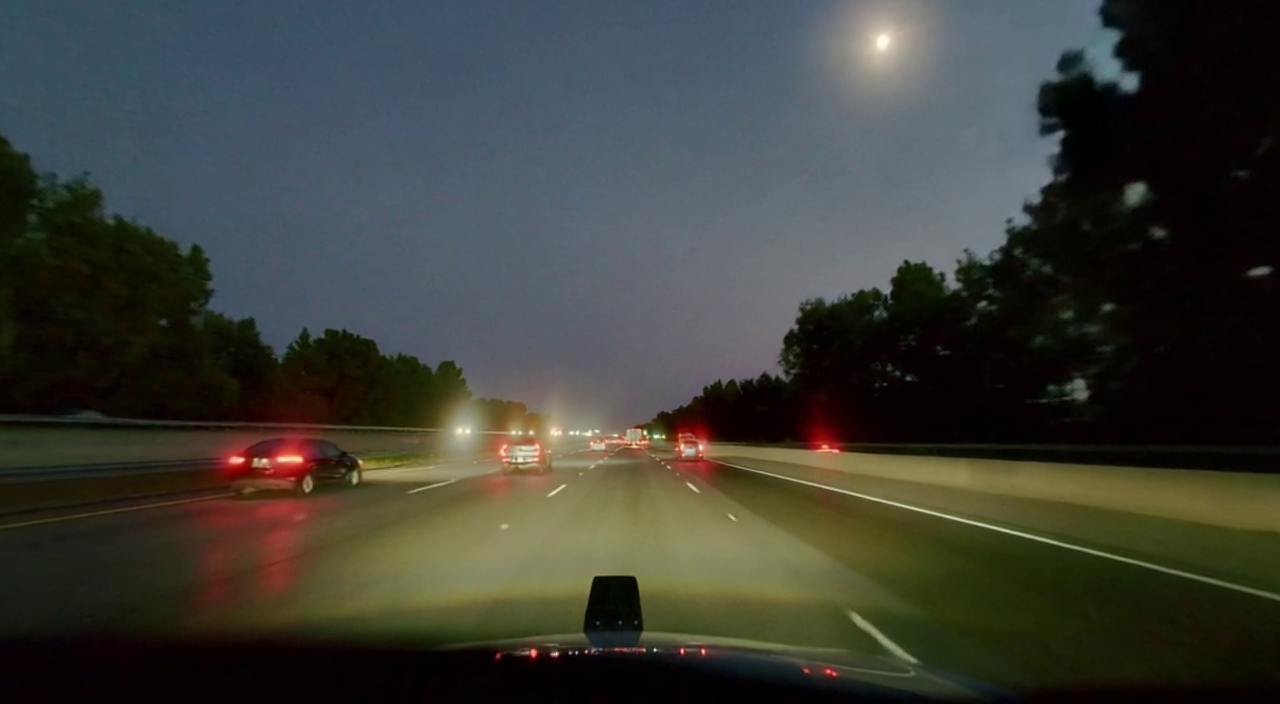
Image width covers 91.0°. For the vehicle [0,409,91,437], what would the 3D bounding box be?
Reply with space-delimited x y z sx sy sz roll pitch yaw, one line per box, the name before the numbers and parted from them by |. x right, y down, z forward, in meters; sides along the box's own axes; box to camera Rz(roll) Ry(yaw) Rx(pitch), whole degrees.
vehicle | -34.986 4.228 37.003 1.683 1.458 4.062 0 -8 1

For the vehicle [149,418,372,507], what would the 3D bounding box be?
vehicle | -8.323 2.478 14.502 2.237 1.703 4.681 0 -8 -1

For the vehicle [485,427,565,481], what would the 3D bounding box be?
vehicle | -3.911 3.566 22.206 2.002 1.680 4.301 0 -8 0

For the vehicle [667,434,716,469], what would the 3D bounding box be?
vehicle | 2.642 5.210 33.173 2.053 1.698 4.097 0 -8 -2
